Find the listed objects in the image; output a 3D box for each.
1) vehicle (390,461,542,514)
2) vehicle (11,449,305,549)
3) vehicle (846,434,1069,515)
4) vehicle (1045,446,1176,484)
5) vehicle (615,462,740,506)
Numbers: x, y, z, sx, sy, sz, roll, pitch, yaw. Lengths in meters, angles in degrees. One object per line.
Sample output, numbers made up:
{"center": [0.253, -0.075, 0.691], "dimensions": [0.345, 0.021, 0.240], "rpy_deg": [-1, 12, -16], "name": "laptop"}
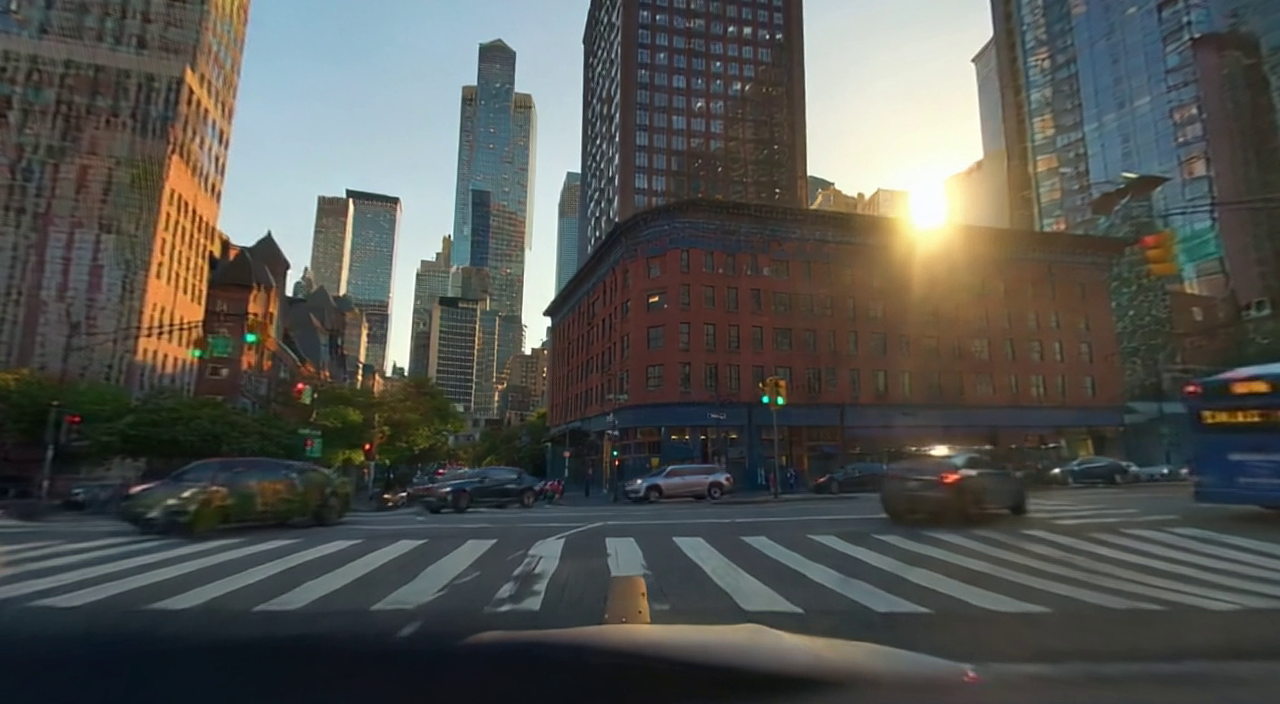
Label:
{"center": [-5.920, 4.631, 21.995], "dimensions": [1.891, 1.502, 4.766], "rpy_deg": [-8, -12, 43], "name": "vehicle"}
{"center": [-9.736, 2.914, 13.378], "dimensions": [2.014, 1.694, 4.606], "rpy_deg": [-2, -9, 12], "name": "vehicle"}
{"center": [8.054, 3.000, 16.022], "dimensions": [5.072, 1.746, 2.328], "rpy_deg": [4, -9, -25], "name": "vehicle"}
{"center": [20.928, 5.013, 28.190], "dimensions": [4.291, 1.606, 1.859], "rpy_deg": [0, -9, 0], "name": "vehicle"}
{"center": [1.405, 4.988, 24.098], "dimensions": [4.371, 1.439, 1.818], "rpy_deg": [3, -9, -20], "name": "vehicle"}
